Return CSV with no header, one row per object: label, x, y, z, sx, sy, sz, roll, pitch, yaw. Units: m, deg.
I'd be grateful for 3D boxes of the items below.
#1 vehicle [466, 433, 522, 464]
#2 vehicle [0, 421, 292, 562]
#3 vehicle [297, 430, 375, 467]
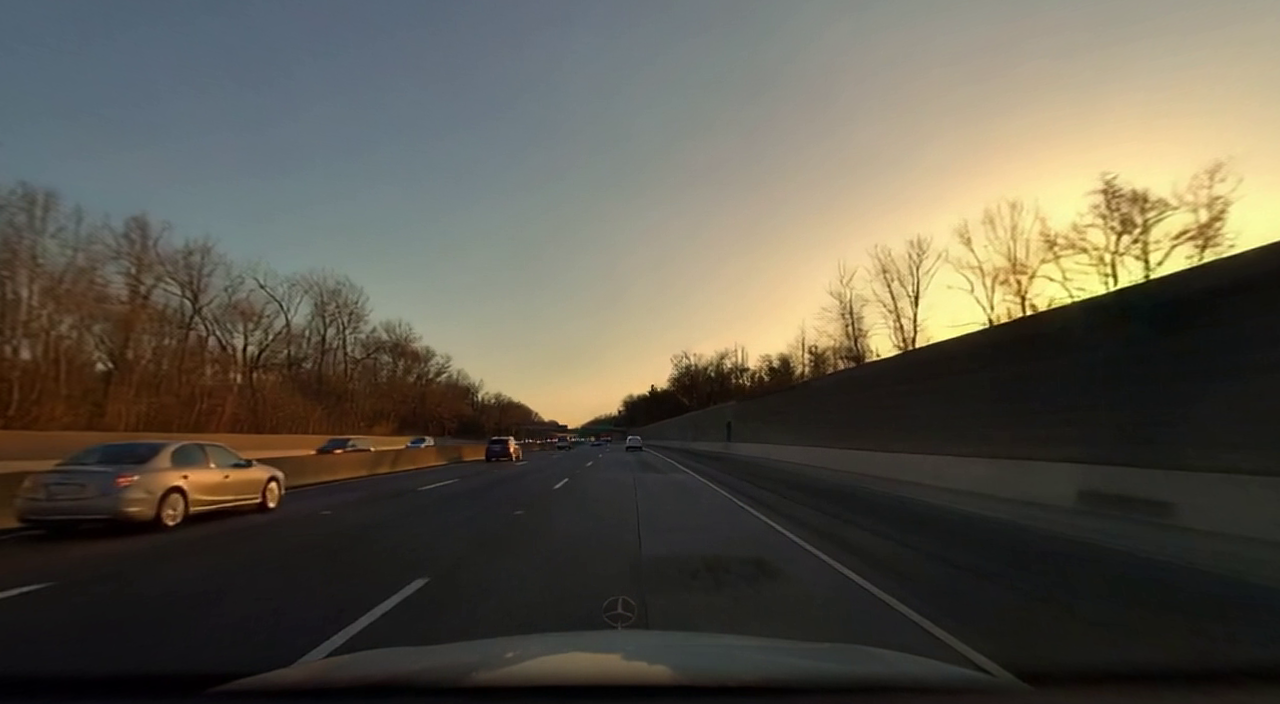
vehicle,-7.637,5.072,33.221,1.972,1.532,4.222,0,-8,-1
vehicle,-7.457,1.839,9.248,2.003,1.523,4.741,0,-8,-1
vehicle,-16.470,5.215,34.339,1.939,1.878,4.695,0,-8,-1
